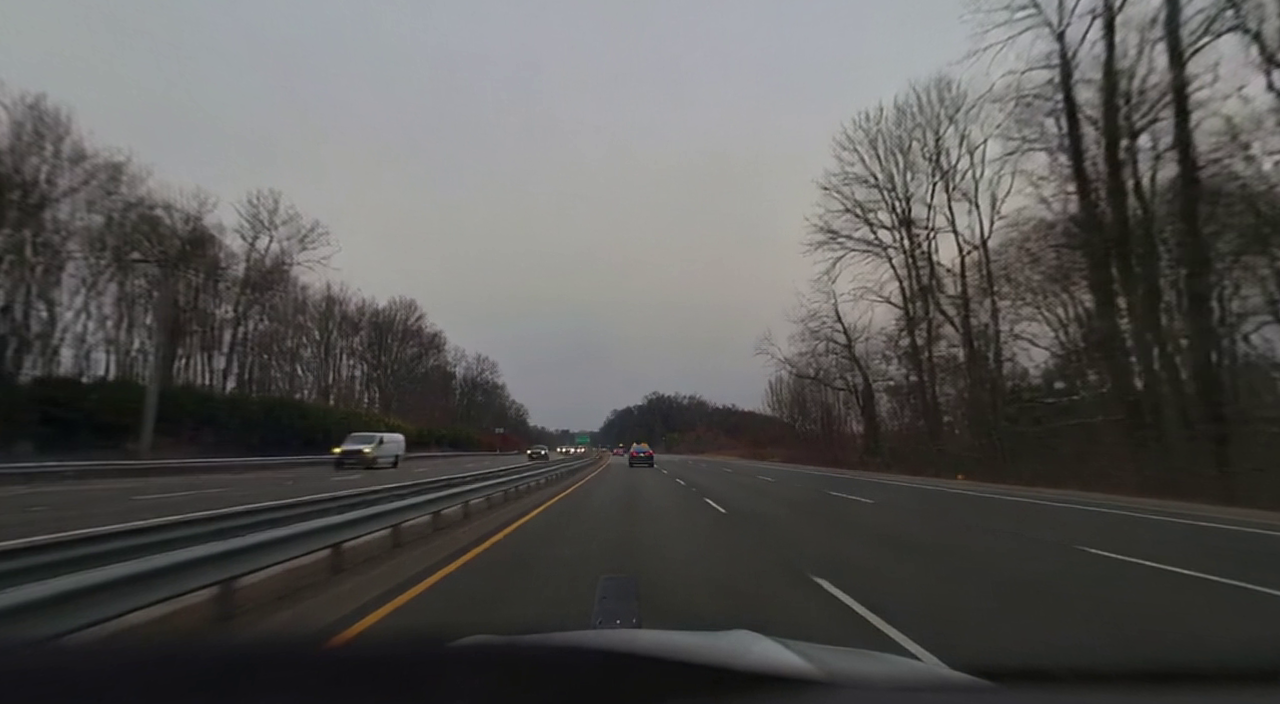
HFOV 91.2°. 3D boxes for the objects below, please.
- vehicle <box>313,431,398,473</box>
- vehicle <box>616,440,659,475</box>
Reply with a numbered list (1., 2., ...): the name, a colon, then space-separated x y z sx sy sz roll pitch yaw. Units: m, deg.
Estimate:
1. vehicle: -13.440 4.745 29.971 2.047 1.825 4.344 0 -9 -1
2. vehicle: -0.194 5.659 33.824 2.151 1.693 4.201 0 -9 -1
